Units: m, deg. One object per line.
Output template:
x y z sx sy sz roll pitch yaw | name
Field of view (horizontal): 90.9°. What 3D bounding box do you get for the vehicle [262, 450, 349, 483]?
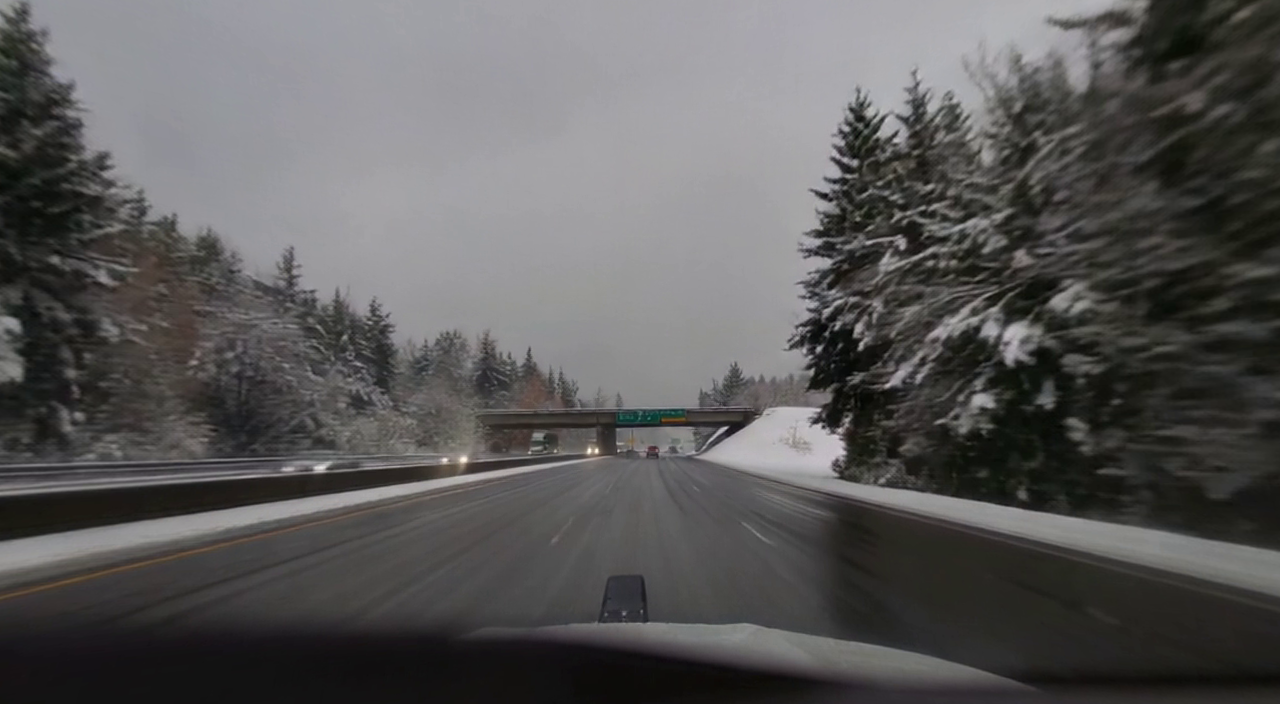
-16.544 5.658 31.483 1.797 1.497 4.652 0 -9 0 | vehicle
